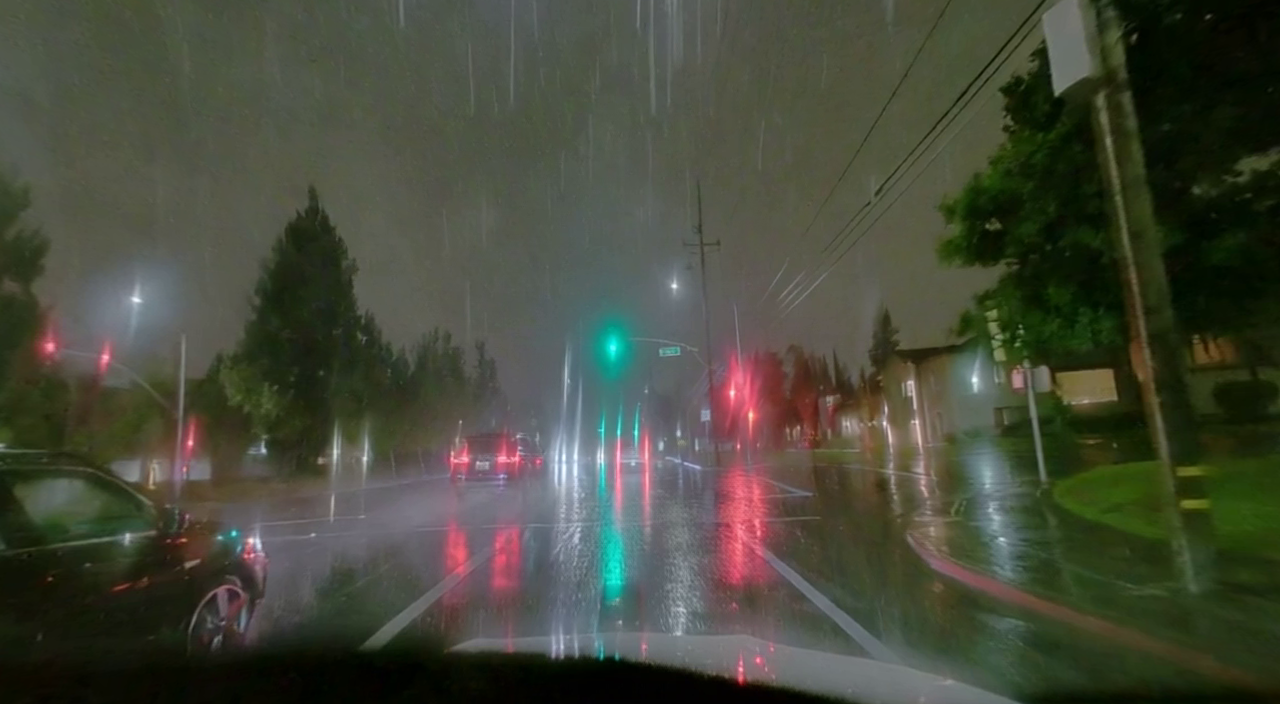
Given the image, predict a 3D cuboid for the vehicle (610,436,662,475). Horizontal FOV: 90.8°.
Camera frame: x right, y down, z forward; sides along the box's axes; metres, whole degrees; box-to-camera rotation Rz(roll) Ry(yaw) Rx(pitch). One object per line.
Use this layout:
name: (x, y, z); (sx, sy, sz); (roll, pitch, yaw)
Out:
vehicle: (-0.210, 4.338, 26.786); (2.062, 1.518, 3.901); (0, -8, -1)

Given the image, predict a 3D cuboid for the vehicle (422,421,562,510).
vehicle: (-3.265, 2.622, 15.033); (2.157, 1.771, 4.452); (0, -8, 1)

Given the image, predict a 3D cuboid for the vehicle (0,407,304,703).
vehicle: (-3.512, 0.938, 2.319); (1.934, 1.475, 4.741); (0, -8, 0)

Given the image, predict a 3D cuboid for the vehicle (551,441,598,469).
vehicle: (-3.716, 5.975, 36.793); (2.268, 1.522, 4.350); (0, -8, 0)
